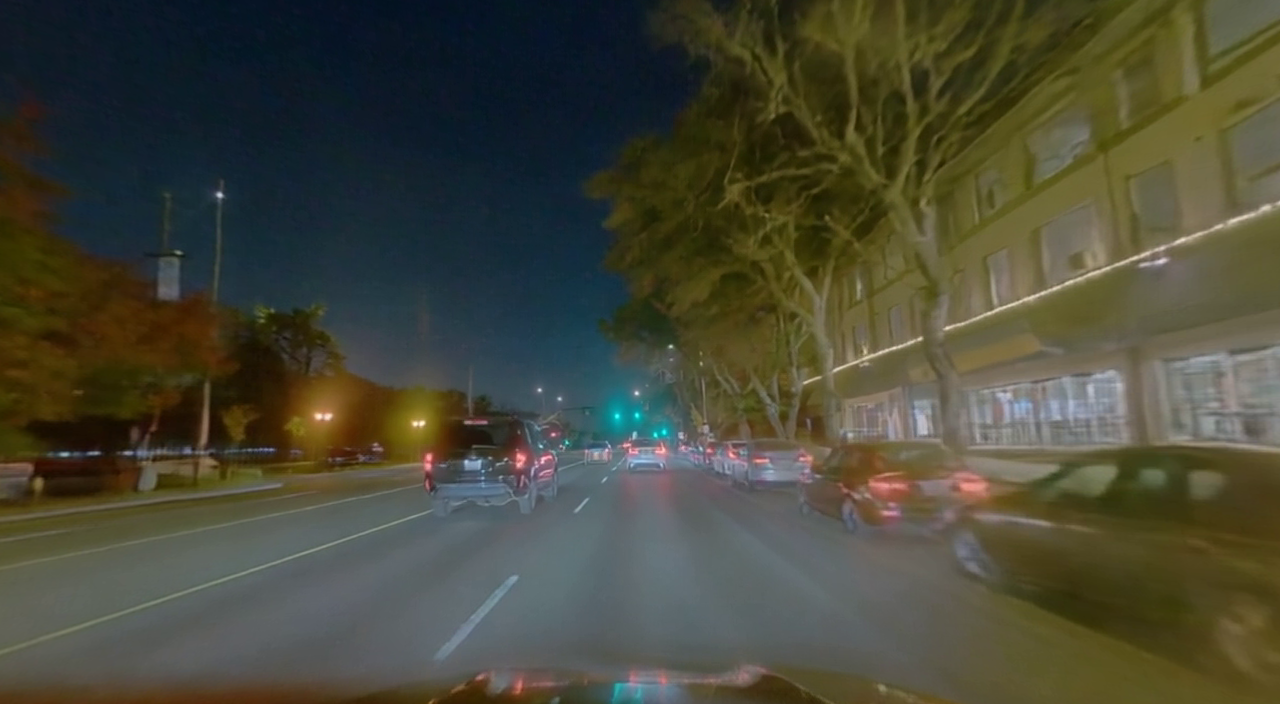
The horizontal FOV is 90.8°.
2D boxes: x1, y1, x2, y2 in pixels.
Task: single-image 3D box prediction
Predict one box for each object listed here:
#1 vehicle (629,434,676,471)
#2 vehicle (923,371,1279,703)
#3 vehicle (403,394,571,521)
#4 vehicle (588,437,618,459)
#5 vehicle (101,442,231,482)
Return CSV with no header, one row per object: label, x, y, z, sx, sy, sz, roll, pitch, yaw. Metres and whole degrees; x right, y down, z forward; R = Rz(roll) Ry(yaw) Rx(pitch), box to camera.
vehicle,0.541,4.904,30.970,2.126,1.657,4.132,0,-8,0
vehicle,3.816,1.054,3.753,1.947,1.646,4.782,0,-8,-1
vehicle,-2.864,2.158,13.280,2.213,2.123,5.124,0,-8,0
vehicle,-2.887,7.575,49.846,2.028,1.689,4.162,0,-8,1
vehicle,-23.969,5.560,32.075,4.791,1.928,2.144,0,-8,0
